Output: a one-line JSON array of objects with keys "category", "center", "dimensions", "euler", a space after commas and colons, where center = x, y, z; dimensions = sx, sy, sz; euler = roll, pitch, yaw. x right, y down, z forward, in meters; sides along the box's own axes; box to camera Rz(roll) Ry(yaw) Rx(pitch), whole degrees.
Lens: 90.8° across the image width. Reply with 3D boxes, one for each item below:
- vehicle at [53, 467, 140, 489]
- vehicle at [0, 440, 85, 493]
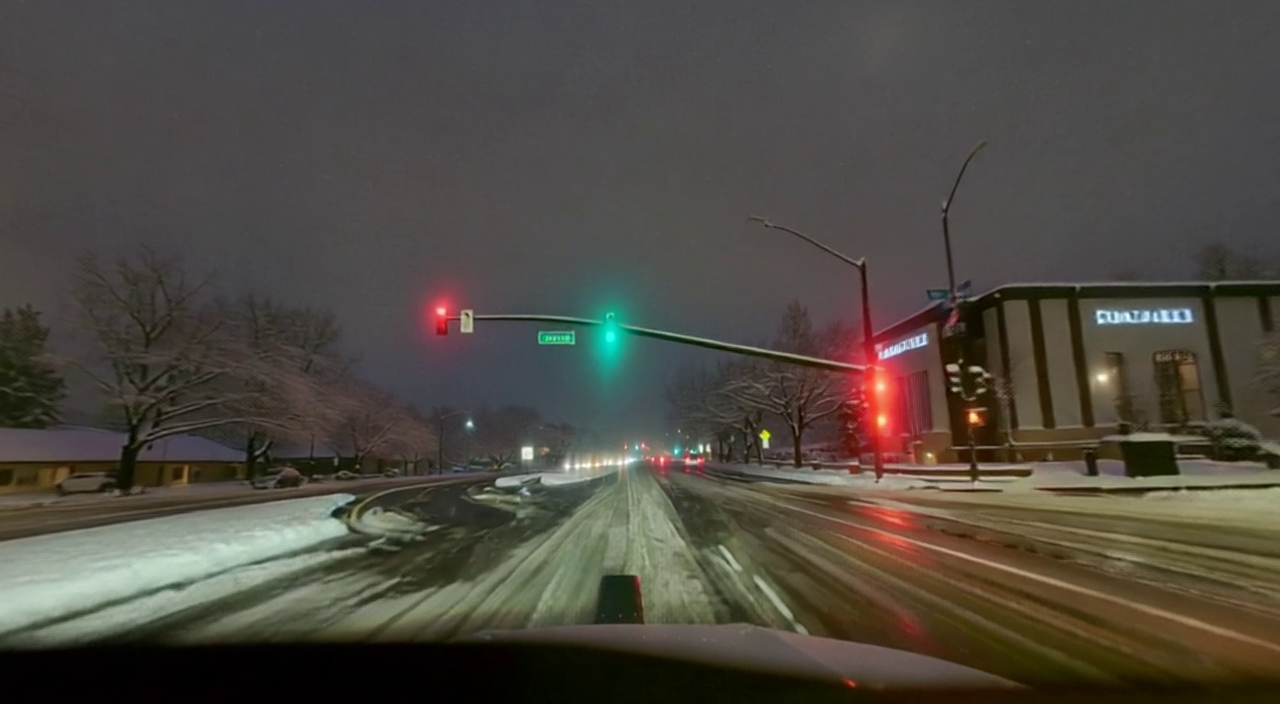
[{"category": "vehicle", "center": [-41.506, 9.622, 48.312], "dimensions": [4.710, 1.453, 1.928], "euler": [0, -8, -2]}, {"category": "vehicle", "center": [-41.018, 7.402, 40.995], "dimensions": [7.220, 3.287, 2.764], "euler": [0, -8, 1]}]
